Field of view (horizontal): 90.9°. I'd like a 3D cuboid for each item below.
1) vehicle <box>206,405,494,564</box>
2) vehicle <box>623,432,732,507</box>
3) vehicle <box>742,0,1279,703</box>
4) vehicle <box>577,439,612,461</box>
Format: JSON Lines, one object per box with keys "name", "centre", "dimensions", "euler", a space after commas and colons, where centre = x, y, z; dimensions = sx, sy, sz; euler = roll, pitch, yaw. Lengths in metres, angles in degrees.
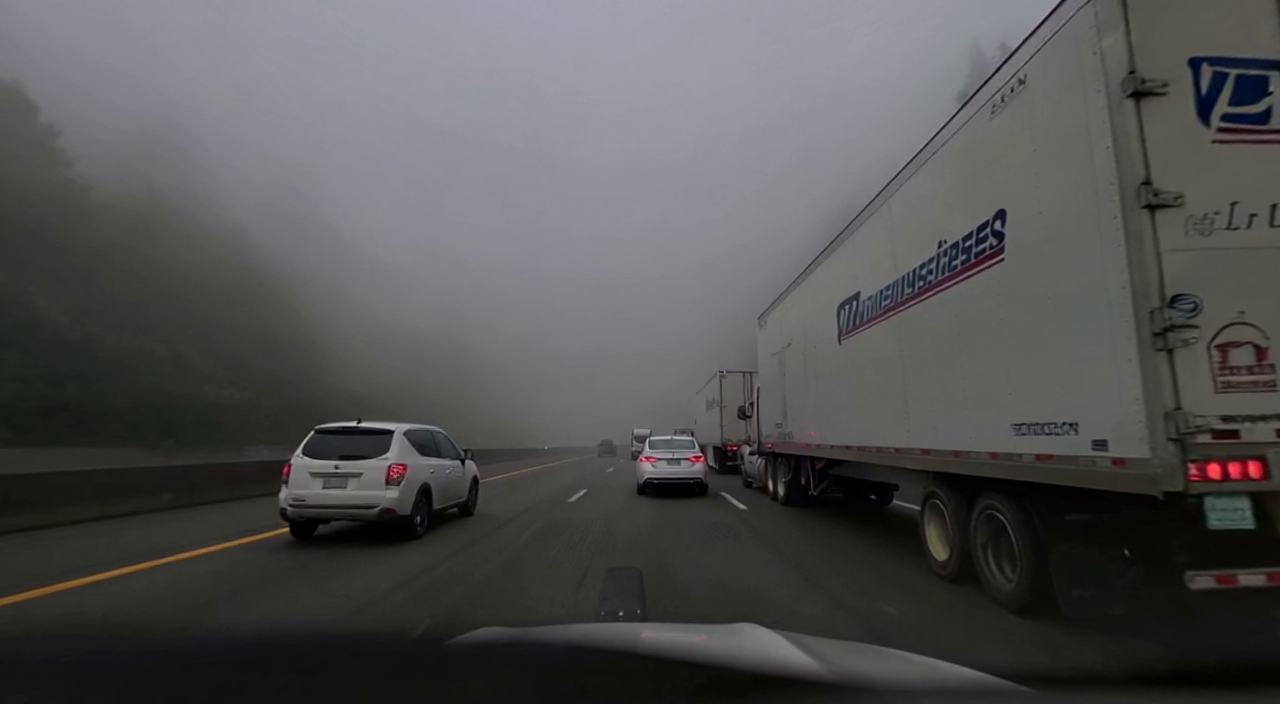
{"name": "vehicle", "centre": [-3.709, 1.751, 9.202], "dimensions": [2.006, 1.729, 4.447], "euler": [0, -8, 1]}
{"name": "vehicle", "centre": [0.718, 2.662, 14.895], "dimensions": [2.200, 1.495, 4.282], "euler": [0, -8, -1]}
{"name": "vehicle", "centre": [4.543, 0.642, 10.866], "dimensions": [2.967, 4.347, 15.373], "euler": [0, -8, 0]}
{"name": "vehicle", "centre": [-3.401, 7.408, 47.890], "dimensions": [2.181, 1.538, 4.169], "euler": [0, -8, 1]}
